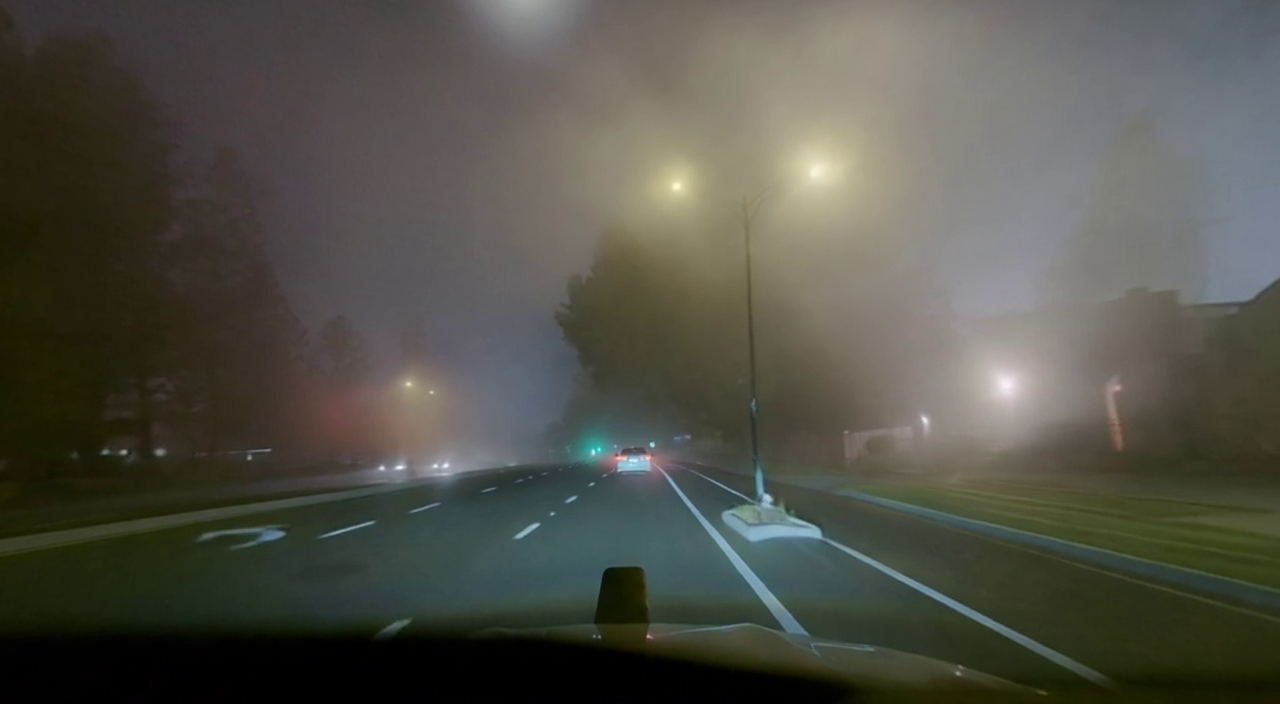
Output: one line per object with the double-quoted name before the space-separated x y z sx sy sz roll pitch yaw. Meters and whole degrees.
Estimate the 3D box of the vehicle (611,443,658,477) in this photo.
"vehicle" -0.224 4.947 29.082 2.009 1.456 4.003 0 -8 1

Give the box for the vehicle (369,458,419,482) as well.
"vehicle" -17.220 8.255 44.327 1.824 1.471 4.117 0 -8 0
